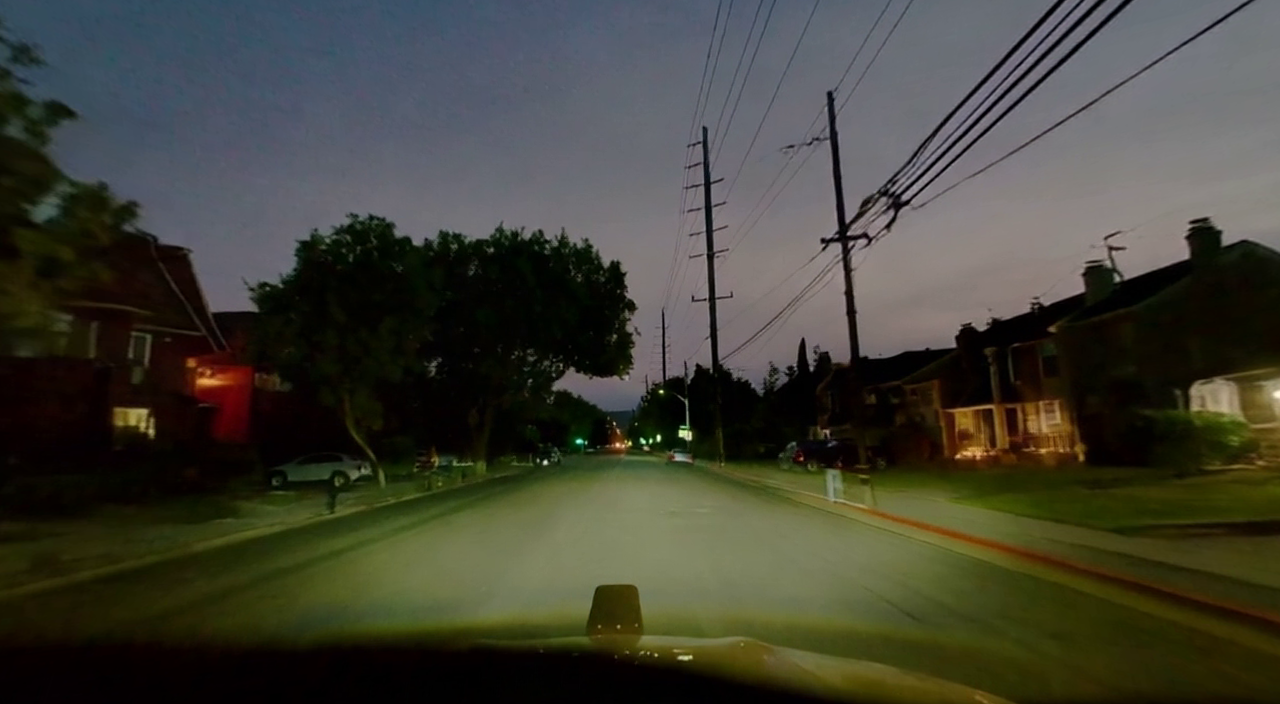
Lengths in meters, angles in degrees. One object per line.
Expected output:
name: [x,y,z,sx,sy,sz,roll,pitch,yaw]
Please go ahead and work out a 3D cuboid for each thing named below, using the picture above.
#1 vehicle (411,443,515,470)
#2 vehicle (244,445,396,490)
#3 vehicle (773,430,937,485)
vehicle: [-12.494,7.413,45.016,6.619,1.759,2.632,0,-8,-3]
vehicle: [-11.356,4.116,22.717,4.371,1.482,1.954,0,-9,-3]
vehicle: [8.854,4.358,26.445,5.890,1.896,2.459,-2,-7,-2]
